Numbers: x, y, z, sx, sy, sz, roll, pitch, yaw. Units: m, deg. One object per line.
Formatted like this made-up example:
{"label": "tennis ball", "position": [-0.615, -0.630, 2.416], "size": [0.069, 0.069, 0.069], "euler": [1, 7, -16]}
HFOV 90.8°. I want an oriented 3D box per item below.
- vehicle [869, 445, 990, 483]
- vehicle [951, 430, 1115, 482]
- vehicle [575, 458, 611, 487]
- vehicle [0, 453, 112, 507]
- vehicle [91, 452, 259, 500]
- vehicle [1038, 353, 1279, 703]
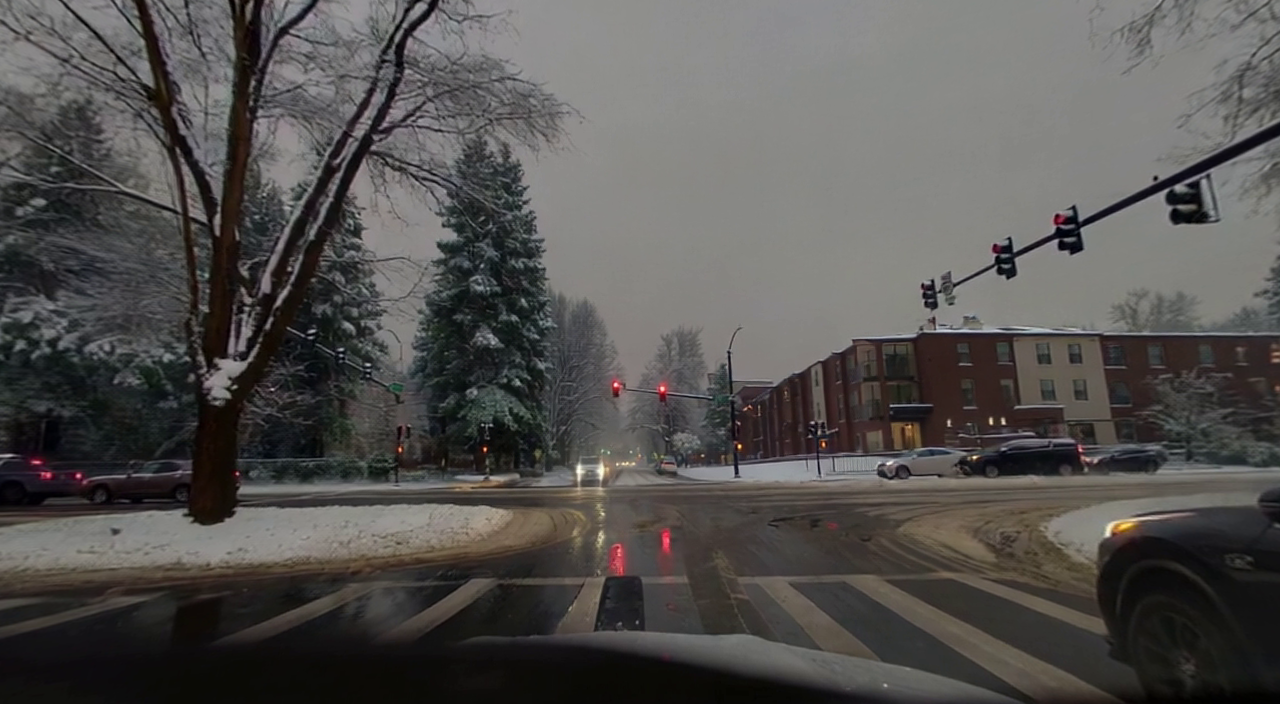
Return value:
{"label": "vehicle", "position": [15.552, 6.023, 34.201], "size": [5.220, 1.897, 2.596], "euler": [0, -9, 0]}
{"label": "vehicle", "position": [18.985, 5.051, 30.841], "size": [6.109, 2.348, 2.683], "euler": [0, -9, 0]}
{"label": "vehicle", "position": [-3.181, 7.970, 42.091], "size": [2.162, 1.740, 4.728], "euler": [1, -9, -7]}
{"label": "vehicle", "position": [-22.065, 4.468, 22.293], "size": [4.748, 1.727, 2.325], "euler": [0, -9, 1]}
{"label": "vehicle", "position": [-18.735, 5.030, 25.703], "size": [4.798, 1.763, 2.536], "euler": [-1, -10, 0]}
{"label": "vehicle", "position": [3.745, 0.819, 2.311], "size": [2.227, 1.705, 4.719], "euler": [-2, -9, 11]}
